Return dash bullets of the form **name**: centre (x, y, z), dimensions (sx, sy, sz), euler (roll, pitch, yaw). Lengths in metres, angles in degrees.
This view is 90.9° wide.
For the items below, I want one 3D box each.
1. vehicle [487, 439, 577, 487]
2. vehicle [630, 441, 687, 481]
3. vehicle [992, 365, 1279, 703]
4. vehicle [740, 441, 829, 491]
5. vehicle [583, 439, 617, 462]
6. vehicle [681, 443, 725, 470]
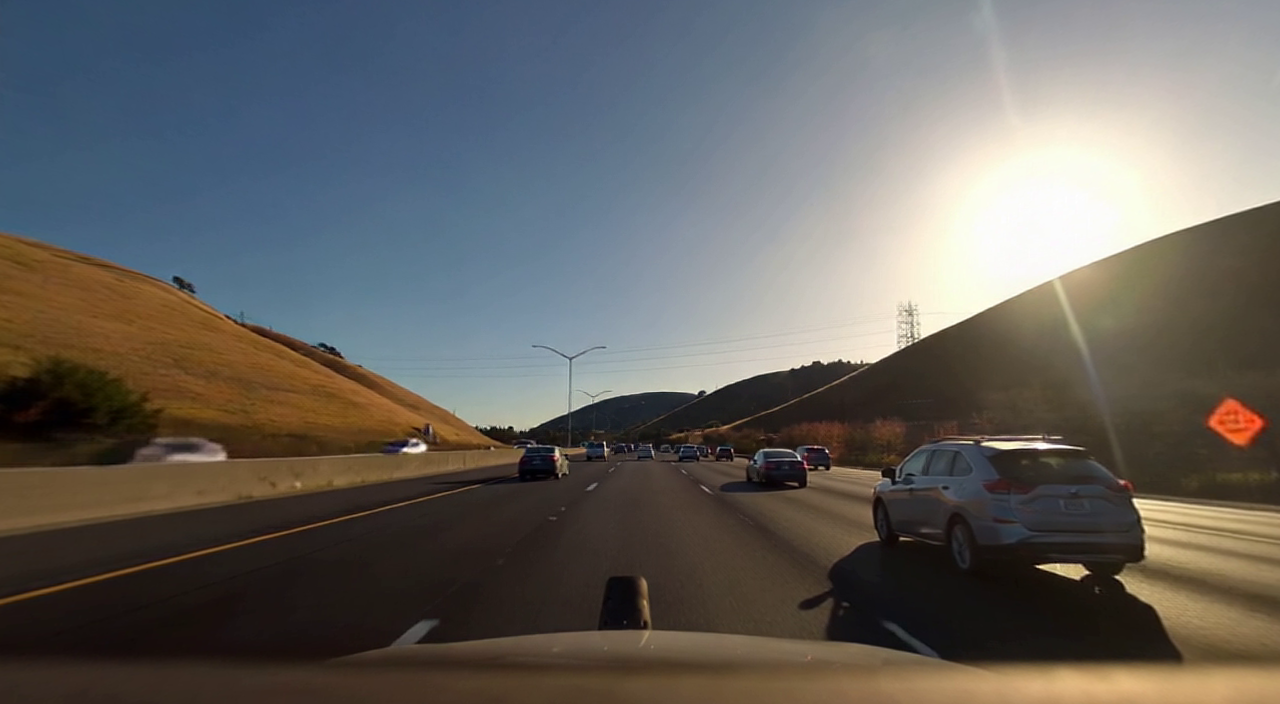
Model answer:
- **vehicle**: centre (-3.555, 3.742, 21.604), dimensions (2.232, 1.438, 4.163), euler (-1, -8, 2)
- **vehicle**: centre (0.723, 4.444, 26.104), dimensions (2.138, 1.473, 4.392), euler (0, -8, 0)
- **vehicle**: centre (3.860, 0.882, 2.720), dimensions (2.018, 1.670, 4.658), euler (0, -8, 1)
- **vehicle**: centre (4.660, 3.732, 20.988), dimensions (1.867, 1.465, 4.093), euler (0, -8, -2)
- **vehicle**: centre (-3.026, 7.659, 49.199), dimensions (2.234, 1.675, 4.527), euler (-1, -8, 2)
- **vehicle**: centre (3.693, 6.185, 37.574), dimensions (2.177, 1.453, 4.205), euler (0, -8, 0)
